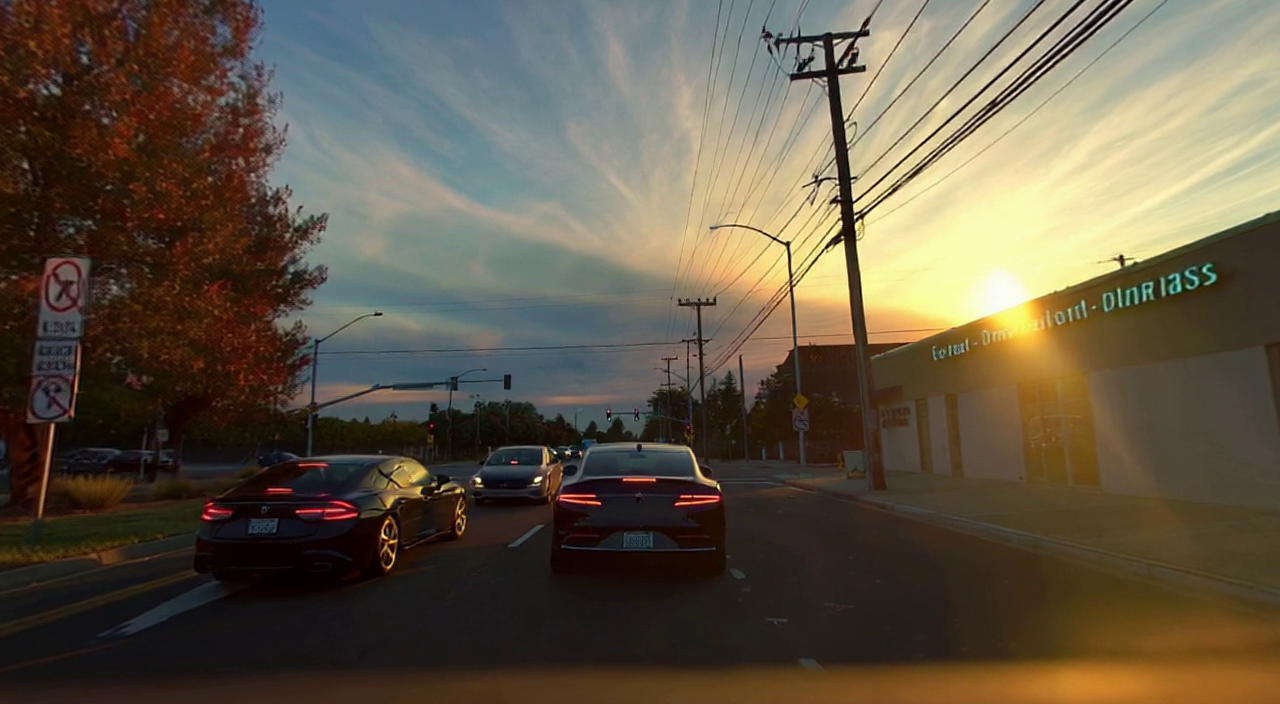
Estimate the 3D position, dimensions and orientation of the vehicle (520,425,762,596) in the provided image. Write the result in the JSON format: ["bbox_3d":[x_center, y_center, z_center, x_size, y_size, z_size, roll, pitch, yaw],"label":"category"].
[{"bbox_3d":[-0.004,1.678,7.535,2.101,1.469,3.955,0,-9,0],"label":"vehicle"}]

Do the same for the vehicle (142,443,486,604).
[{"bbox_3d":[-3.228,1.735,7.322,1.765,1.319,4.013,0,-9,2],"label":"vehicle"}]
